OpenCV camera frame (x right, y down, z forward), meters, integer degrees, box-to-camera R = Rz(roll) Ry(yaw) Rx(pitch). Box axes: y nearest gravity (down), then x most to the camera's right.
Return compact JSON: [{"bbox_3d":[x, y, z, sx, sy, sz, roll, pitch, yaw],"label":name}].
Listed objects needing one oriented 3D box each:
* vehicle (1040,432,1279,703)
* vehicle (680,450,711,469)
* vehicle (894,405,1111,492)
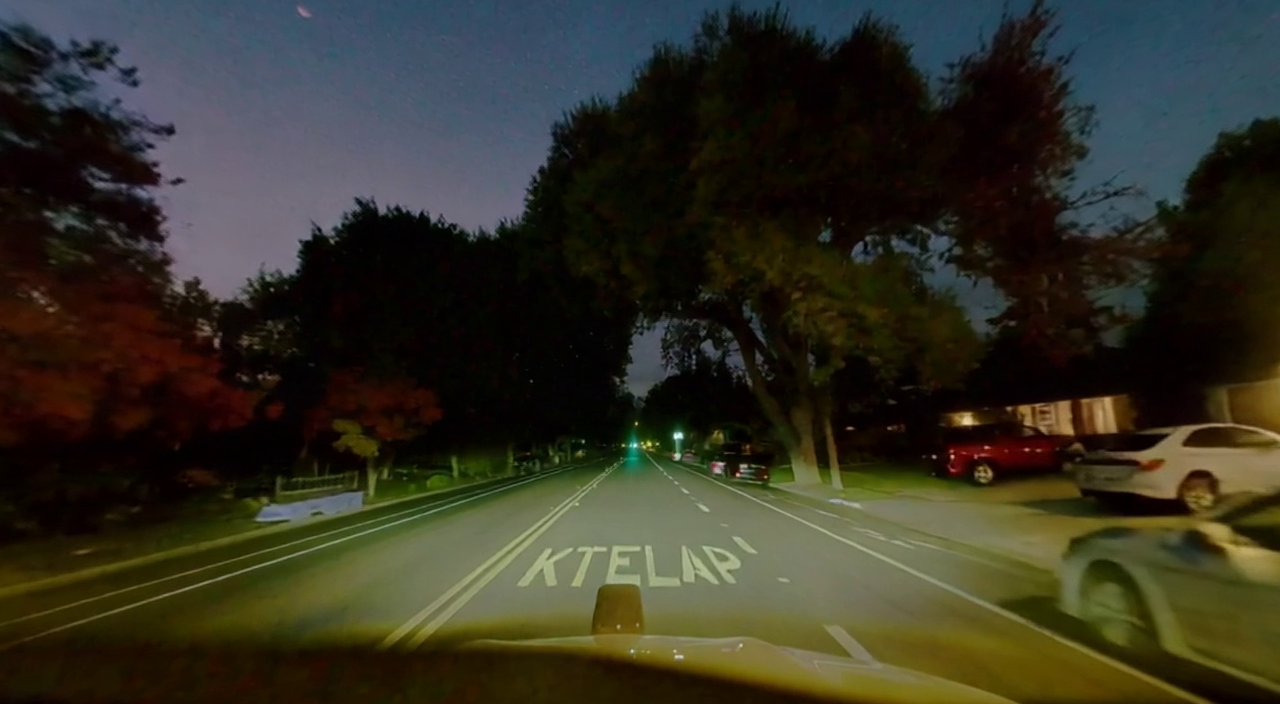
[{"bbox_3d":[4.224,1.123,2.807,1.988,1.537,4.350,0,-9,-1],"label":"vehicle"},{"bbox_3d":[4.069,7.921,46.732,1.855,1.338,3.872,0,-9,-1],"label":"vehicle"},{"bbox_3d":[10.930,2.953,19.416,5.148,1.978,2.126,-6,-8,2],"label":"vehicle"}]
